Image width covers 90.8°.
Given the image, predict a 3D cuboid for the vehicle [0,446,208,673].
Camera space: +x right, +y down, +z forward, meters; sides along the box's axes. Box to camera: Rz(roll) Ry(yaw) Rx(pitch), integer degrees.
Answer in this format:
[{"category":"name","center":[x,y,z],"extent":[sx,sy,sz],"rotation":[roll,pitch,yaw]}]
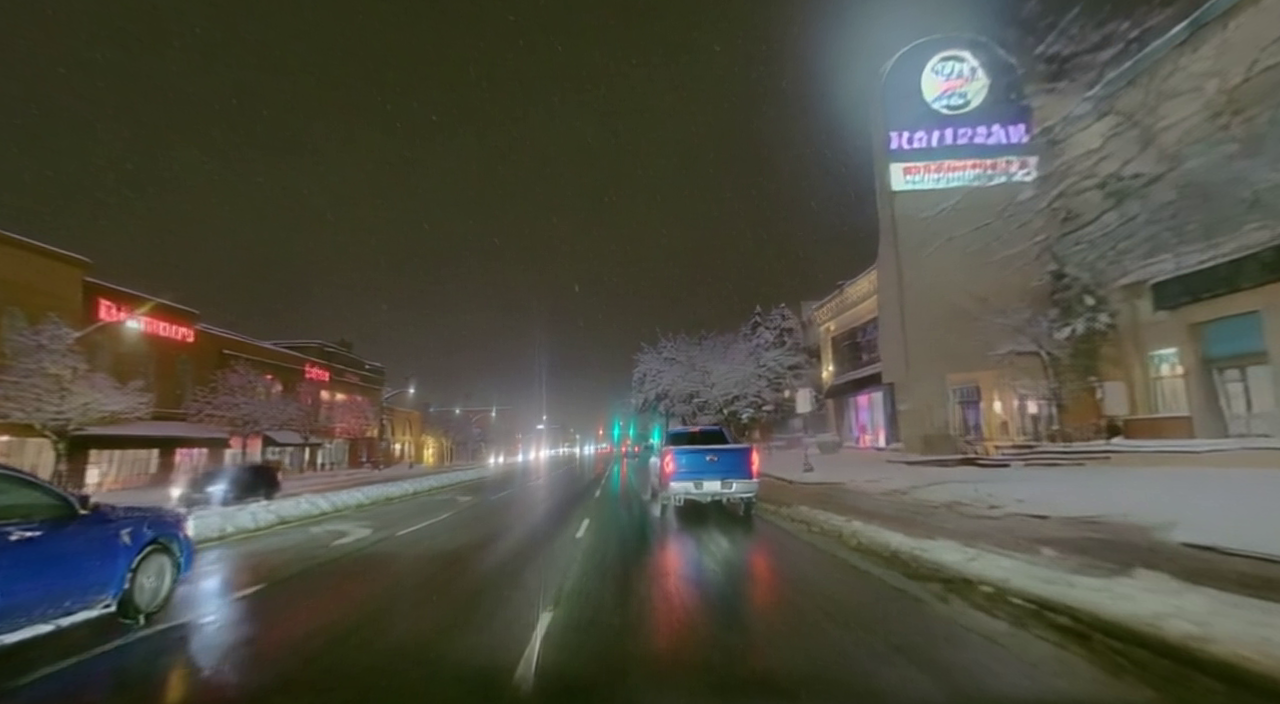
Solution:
[{"category":"vehicle","center":[-5.001,1.270,3.656],"extent":[1.888,1.424,4.553],"rotation":[0,-9,-2]}]

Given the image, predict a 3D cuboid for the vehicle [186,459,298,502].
[{"category":"vehicle","center":[-16.557,5.344,26.609],"extent":[1.955,1.562,4.340],"rotation":[0,-9,-1]}]

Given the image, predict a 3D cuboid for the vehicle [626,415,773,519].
[{"category":"vehicle","center":[1.077,2.625,14.942],"extent":[2.590,1.932,5.776],"rotation":[0,-9,-3]}]
